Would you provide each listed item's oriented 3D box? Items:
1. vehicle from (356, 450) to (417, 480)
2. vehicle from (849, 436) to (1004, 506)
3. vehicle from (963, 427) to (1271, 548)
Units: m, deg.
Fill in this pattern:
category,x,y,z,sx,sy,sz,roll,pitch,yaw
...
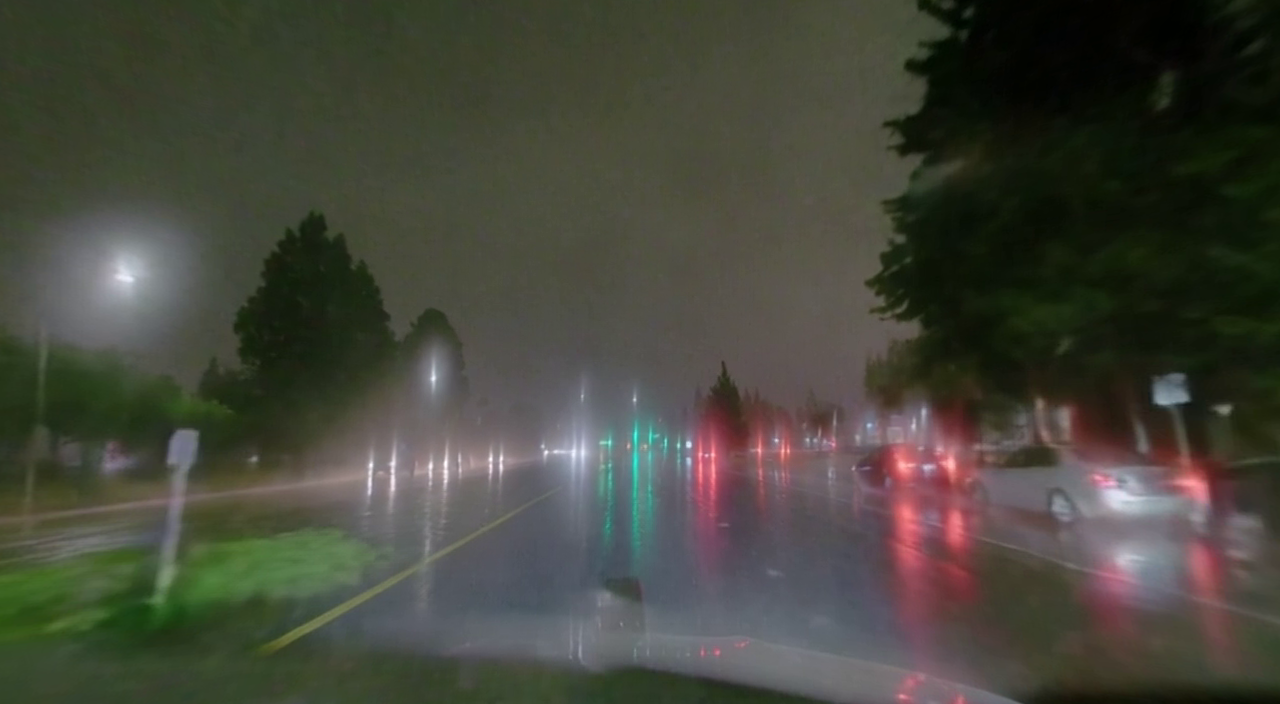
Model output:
category,x,y,z,sx,sy,sz,roll,pitch,yaw
vehicle,-17.781,7.910,44.656,1.999,1.875,5.842,-1,-8,-1
vehicle,7.243,3.028,16.594,1.838,1.554,4.607,0,-8,-1
vehicle,7.445,2.119,10.554,1.773,1.575,4.168,0,-8,-2
